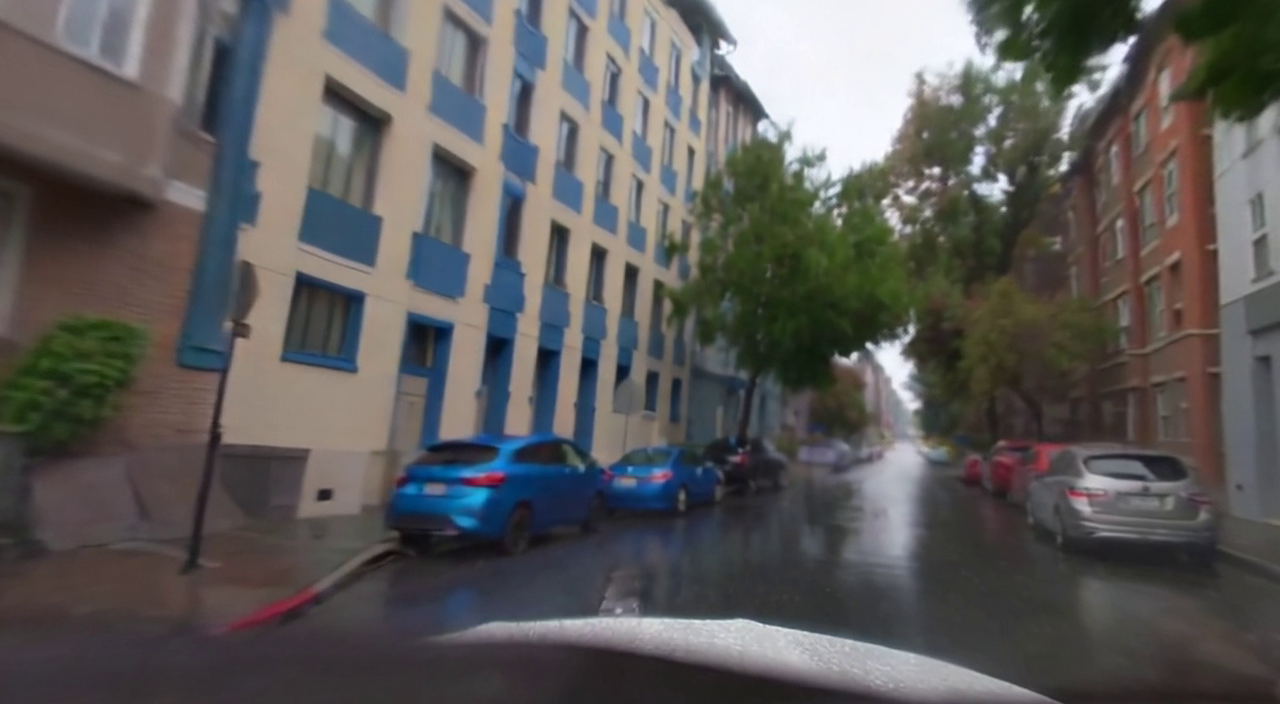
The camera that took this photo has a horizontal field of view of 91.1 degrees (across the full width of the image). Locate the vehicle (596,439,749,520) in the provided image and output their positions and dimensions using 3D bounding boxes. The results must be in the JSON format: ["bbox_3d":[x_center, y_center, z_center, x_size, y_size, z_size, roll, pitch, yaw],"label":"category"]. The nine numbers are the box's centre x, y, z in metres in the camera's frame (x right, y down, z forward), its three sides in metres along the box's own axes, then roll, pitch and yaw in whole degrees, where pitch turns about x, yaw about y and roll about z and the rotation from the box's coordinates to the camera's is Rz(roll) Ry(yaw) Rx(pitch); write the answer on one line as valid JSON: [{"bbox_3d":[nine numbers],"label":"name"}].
[{"bbox_3d":[0.894,2.645,13.811,1.830,1.427,4.294,-4,-8,25],"label":"vehicle"}]

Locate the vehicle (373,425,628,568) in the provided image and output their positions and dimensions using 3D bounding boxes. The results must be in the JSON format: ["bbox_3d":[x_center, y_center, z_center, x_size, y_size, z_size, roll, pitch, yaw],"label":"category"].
[{"bbox_3d":[-1.667,1.802,8.706,1.719,1.519,3.414,-3,-8,23],"label":"vehicle"}]

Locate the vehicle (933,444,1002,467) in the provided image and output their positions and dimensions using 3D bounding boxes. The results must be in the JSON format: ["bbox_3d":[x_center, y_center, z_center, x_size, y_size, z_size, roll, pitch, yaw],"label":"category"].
[{"bbox_3d":[22.373,7.089,43.095,3.657,1.475,1.930,-1,-8,5],"label":"vehicle"}]

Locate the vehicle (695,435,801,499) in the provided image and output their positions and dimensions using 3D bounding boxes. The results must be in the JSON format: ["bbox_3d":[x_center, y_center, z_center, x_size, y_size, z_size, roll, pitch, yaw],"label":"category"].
[{"bbox_3d":[3.290,3.257,18.495,1.942,1.629,4.302,-4,-8,25],"label":"vehicle"}]

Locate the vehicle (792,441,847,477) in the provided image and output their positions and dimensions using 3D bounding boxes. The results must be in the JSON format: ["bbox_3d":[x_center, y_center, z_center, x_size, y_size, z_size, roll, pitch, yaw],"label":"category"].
[{"bbox_3d":[8.562,5.016,29.796,1.840,1.493,3.761,-4,-8,25],"label":"vehicle"}]

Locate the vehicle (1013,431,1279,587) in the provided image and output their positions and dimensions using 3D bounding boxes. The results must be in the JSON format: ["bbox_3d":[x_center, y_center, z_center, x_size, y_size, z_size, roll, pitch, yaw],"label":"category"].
[{"bbox_3d":[6.753,1.950,8.923,1.883,1.615,4.234,-3,-8,23],"label":"vehicle"}]
